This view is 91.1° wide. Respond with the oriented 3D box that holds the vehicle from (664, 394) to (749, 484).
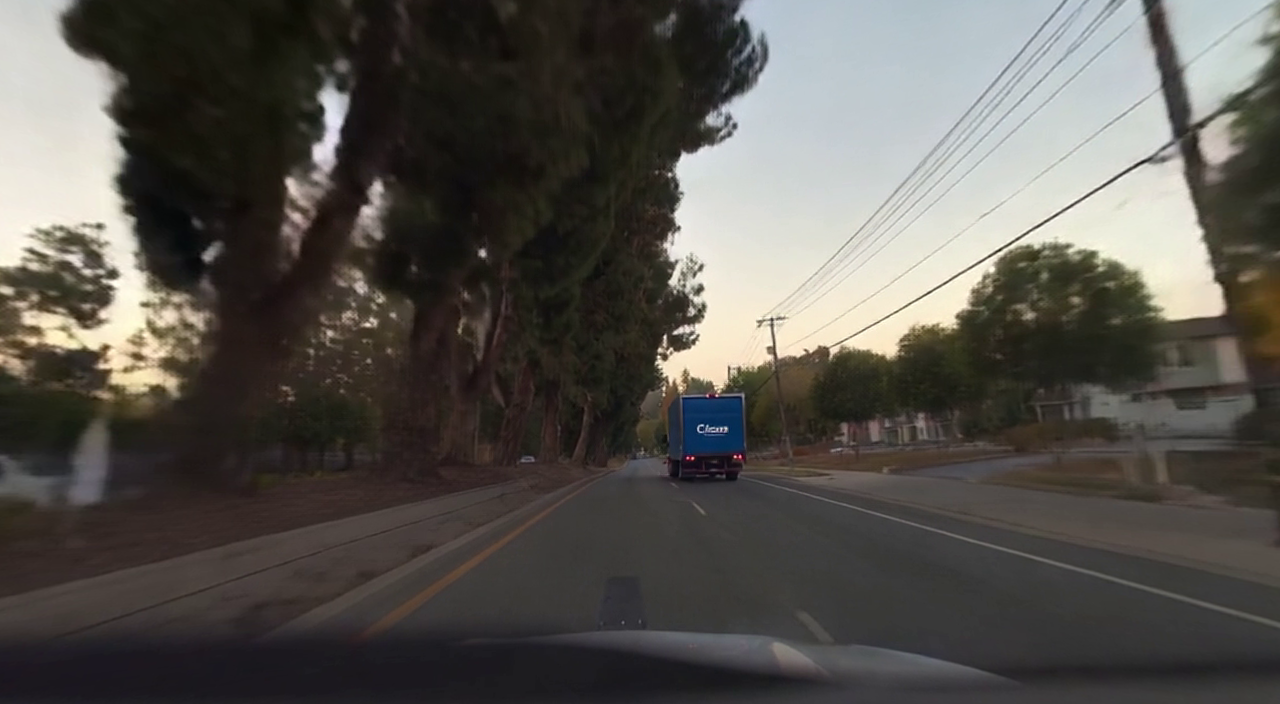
[{"bbox_3d":[3.046,4.452,31.819,2.973,3.848,9.336,0,-9,-2],"label":"vehicle"}]
